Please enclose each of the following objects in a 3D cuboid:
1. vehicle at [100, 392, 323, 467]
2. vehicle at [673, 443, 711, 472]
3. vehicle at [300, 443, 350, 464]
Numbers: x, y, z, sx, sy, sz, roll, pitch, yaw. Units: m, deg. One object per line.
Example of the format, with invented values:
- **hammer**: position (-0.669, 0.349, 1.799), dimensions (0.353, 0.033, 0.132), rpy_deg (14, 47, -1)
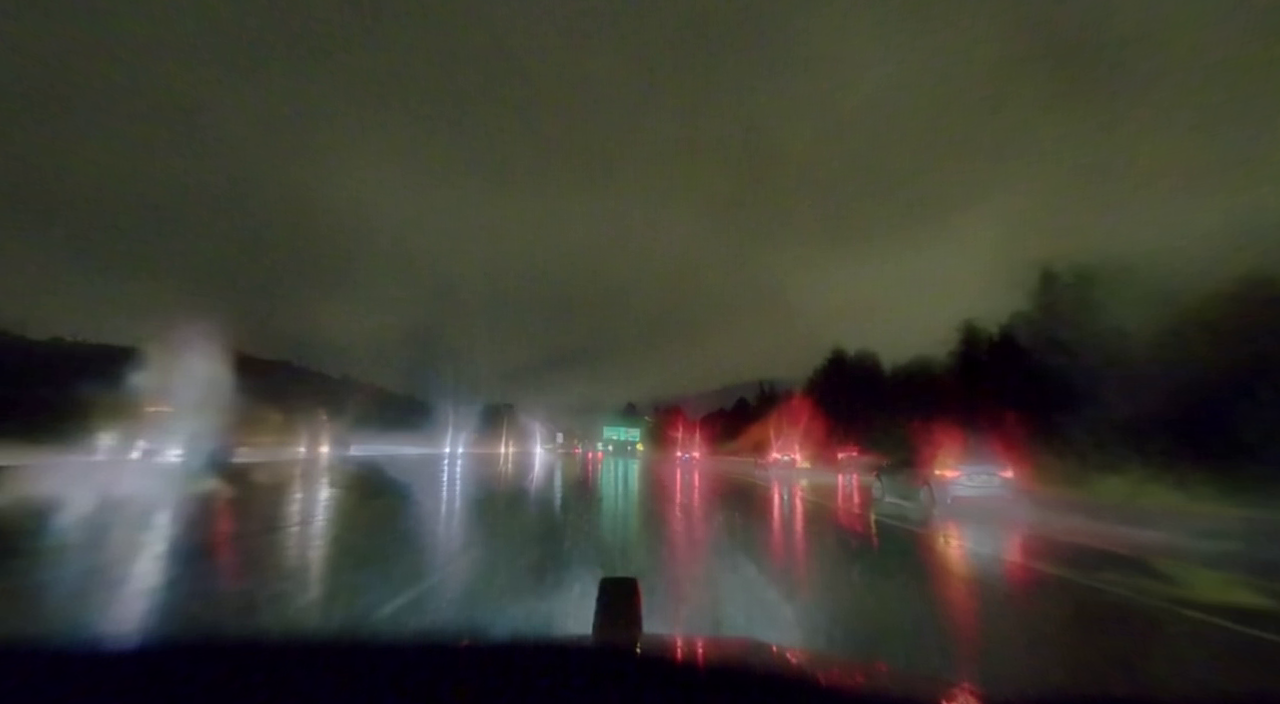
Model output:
- **vehicle**: position (-27.649, 5.563, 42.723), dimensions (3.529, 4.078, 17.308), rpy_deg (0, -9, -2)
- **vehicle**: position (3.038, 6.228, 37.196), dimensions (1.895, 1.555, 4.030), rpy_deg (0, -9, 0)
- **vehicle**: position (-23.883, 7.719, 47.652), dimensions (1.698, 1.472, 4.001), rpy_deg (0, -9, -1)
